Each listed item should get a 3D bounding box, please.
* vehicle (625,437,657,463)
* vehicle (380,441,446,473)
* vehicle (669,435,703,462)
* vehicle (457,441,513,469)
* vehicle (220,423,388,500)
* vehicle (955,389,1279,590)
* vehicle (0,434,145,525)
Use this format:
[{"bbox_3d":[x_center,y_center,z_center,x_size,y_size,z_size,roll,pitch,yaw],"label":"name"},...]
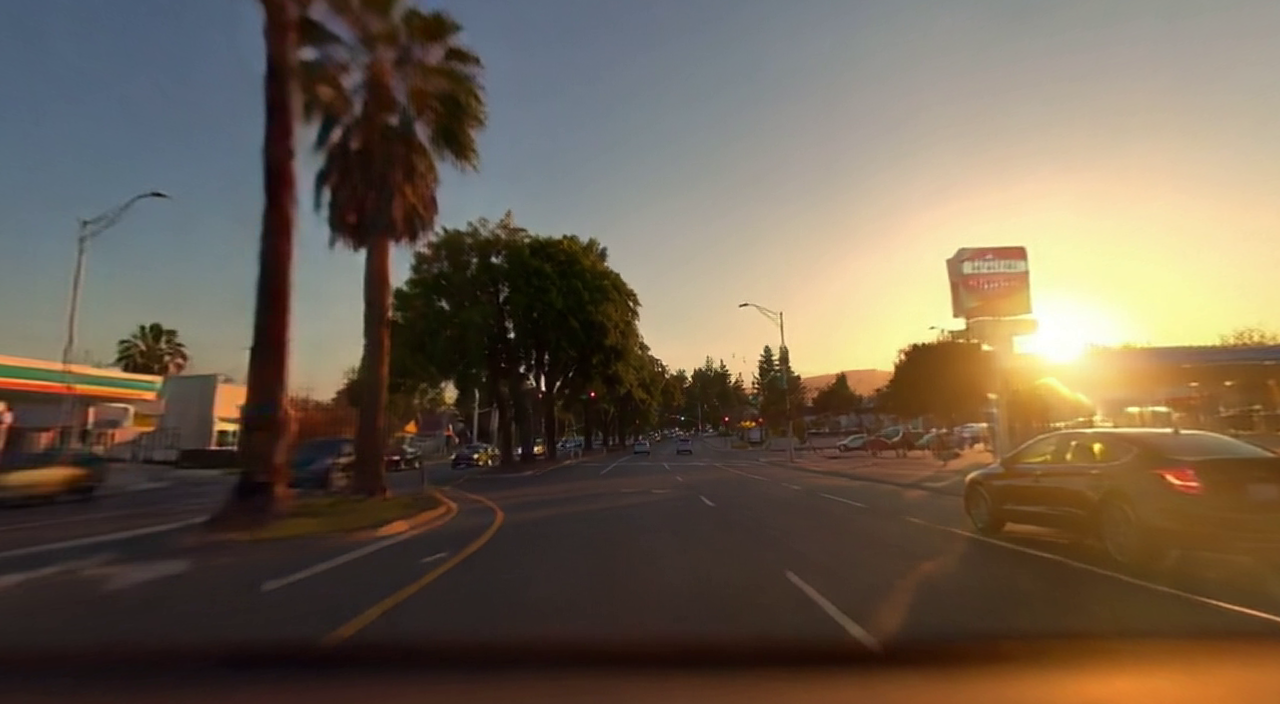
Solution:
[{"bbox_3d":[0.080,6.820,44.087,2.177,1.754,3.815,0,-8,1],"label":"vehicle"},{"bbox_3d":[-12.447,5.762,34.998,1.972,1.590,4.370,0,-8,1],"label":"vehicle"},{"bbox_3d":[3.468,7.419,48.701,2.190,1.913,5.174,0,-8,0],"label":"vehicle"},{"bbox_3d":[-9.238,6.188,38.168,2.042,1.555,4.748,0,-8,1],"label":"vehicle"},{"bbox_3d":[-9.305,3.065,18.151,2.169,1.910,4.745,0,-8,0],"label":"vehicle"},{"bbox_3d":[6.440,1.602,8.257,2.066,1.807,4.893,0,-8,-1],"label":"vehicle"},{"bbox_3d":[-12.833,2.536,12.933,1.897,1.683,4.307,0,-8,0],"label":"vehicle"}]
